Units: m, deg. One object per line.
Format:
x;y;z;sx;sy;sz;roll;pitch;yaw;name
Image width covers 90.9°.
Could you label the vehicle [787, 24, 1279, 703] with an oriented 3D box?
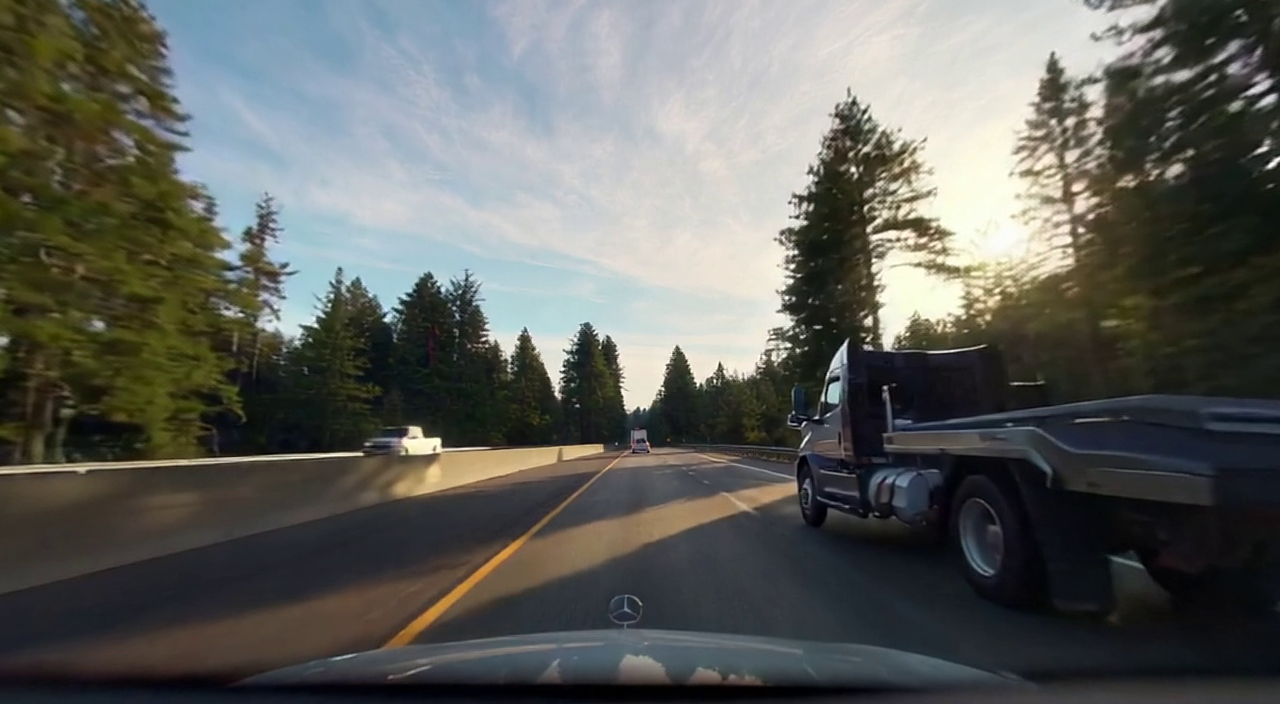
4.335;0.694;7.423;3.013;3.462;8.956;0;-9;0;vehicle
